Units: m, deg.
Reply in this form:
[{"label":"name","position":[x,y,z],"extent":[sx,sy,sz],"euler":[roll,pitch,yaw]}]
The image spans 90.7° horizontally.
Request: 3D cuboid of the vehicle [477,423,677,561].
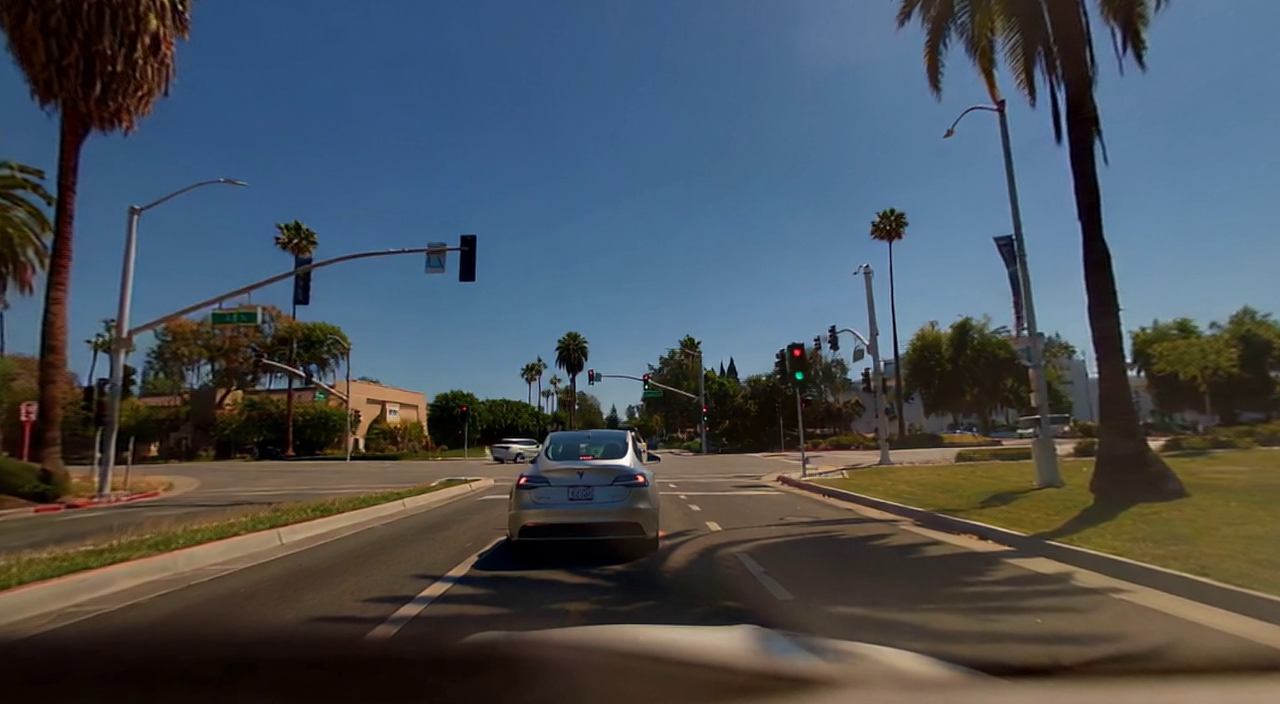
[{"label":"vehicle","position":[-0.686,1.827,9.006],"extent":[2.152,1.478,4.229],"euler":[0,-8,0]}]
